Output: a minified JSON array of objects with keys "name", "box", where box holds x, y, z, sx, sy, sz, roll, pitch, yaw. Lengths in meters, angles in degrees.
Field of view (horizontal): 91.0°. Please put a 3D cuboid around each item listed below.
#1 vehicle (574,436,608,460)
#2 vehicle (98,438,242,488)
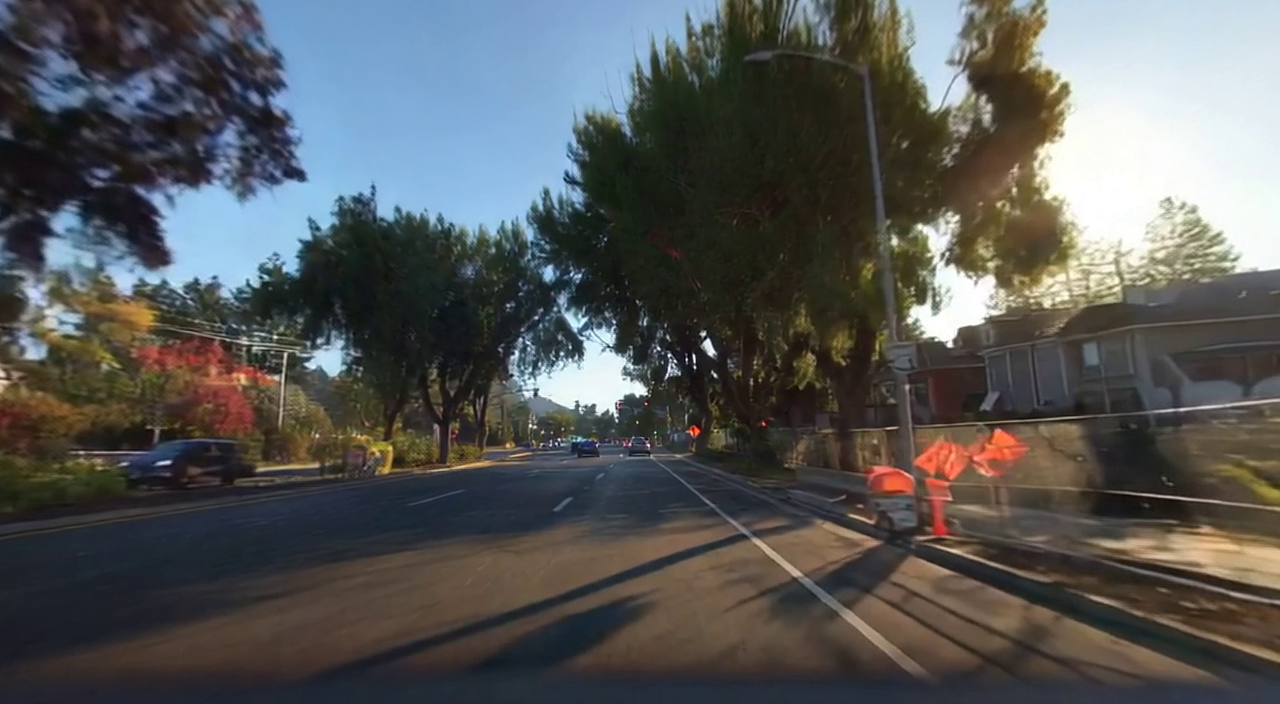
[{"name":"vehicle","box":[-3.645,7.279,47.765,2.198,1.663,4.519,0,-8,0]},{"name":"vehicle","box":[-17.550,4.137,23.855,1.986,1.711,4.379,0,-9,1]}]
